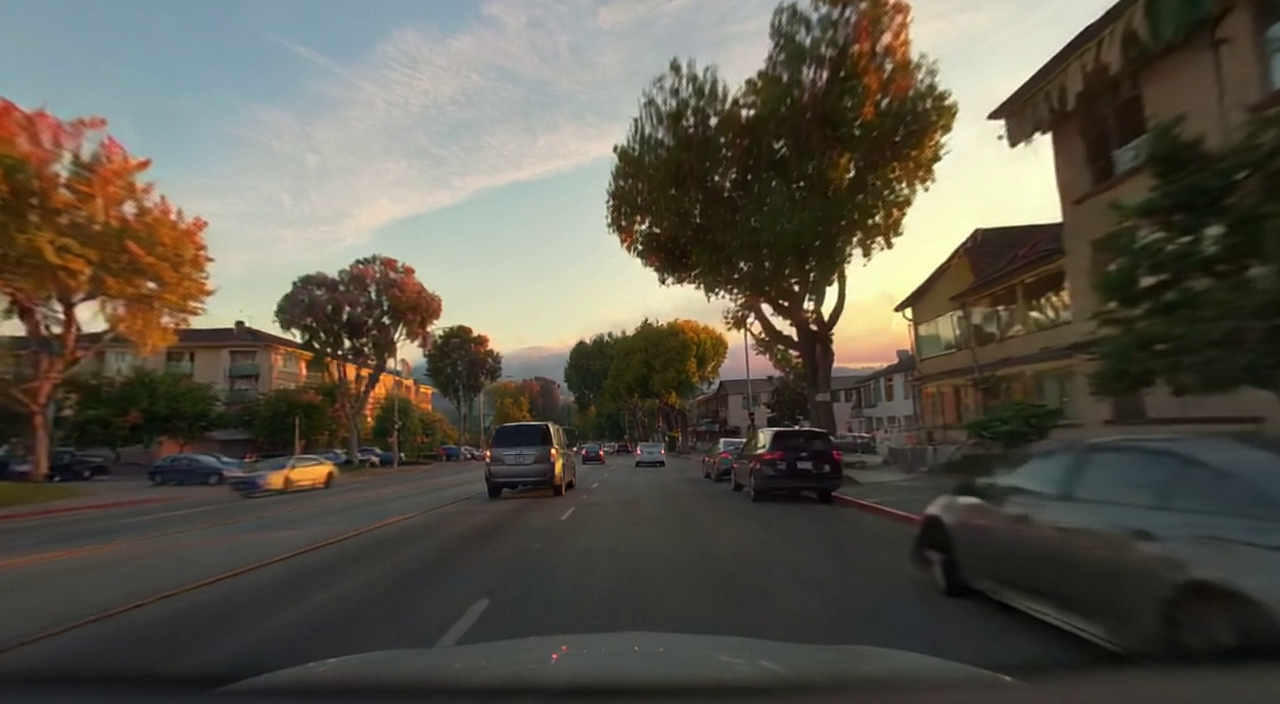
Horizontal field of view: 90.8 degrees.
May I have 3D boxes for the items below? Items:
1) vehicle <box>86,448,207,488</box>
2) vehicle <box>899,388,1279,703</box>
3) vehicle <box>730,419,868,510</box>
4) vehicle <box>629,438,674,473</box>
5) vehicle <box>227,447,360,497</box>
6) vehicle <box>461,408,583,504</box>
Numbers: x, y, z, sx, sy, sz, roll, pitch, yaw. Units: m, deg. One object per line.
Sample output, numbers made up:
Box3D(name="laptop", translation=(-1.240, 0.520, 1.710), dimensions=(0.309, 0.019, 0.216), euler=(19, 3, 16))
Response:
Box3D(name="vehicle", translation=(-25.075, 5.874, 32.439), dimensions=(2.095, 1.862, 5.261), euler=(1, -9, -3))
Box3D(name="vehicle", translation=(3.749, 1.132, 3.851), dimensions=(2.047, 1.584, 5.135), euler=(0, -9, -1))
Box3D(name="vehicle", translation=(3.661, 2.709, 15.613), dimensions=(2.090, 1.861, 4.805), euler=(0, -9, -1))
Box3D(name="vehicle", translation=(0.536, 5.284, 32.499), dimensions=(2.126, 1.657, 4.132), euler=(0, -9, 0))
Box3D(name="vehicle", translation=(-12.730, 4.392, 23.739), dimensions=(2.006, 1.643, 5.272), euler=(0, -9, 0))
Box3D(name="vehicle", translation=(-2.881, 2.723, 16.793), dimensions=(2.213, 2.123, 5.124), euler=(0, -9, 0))
